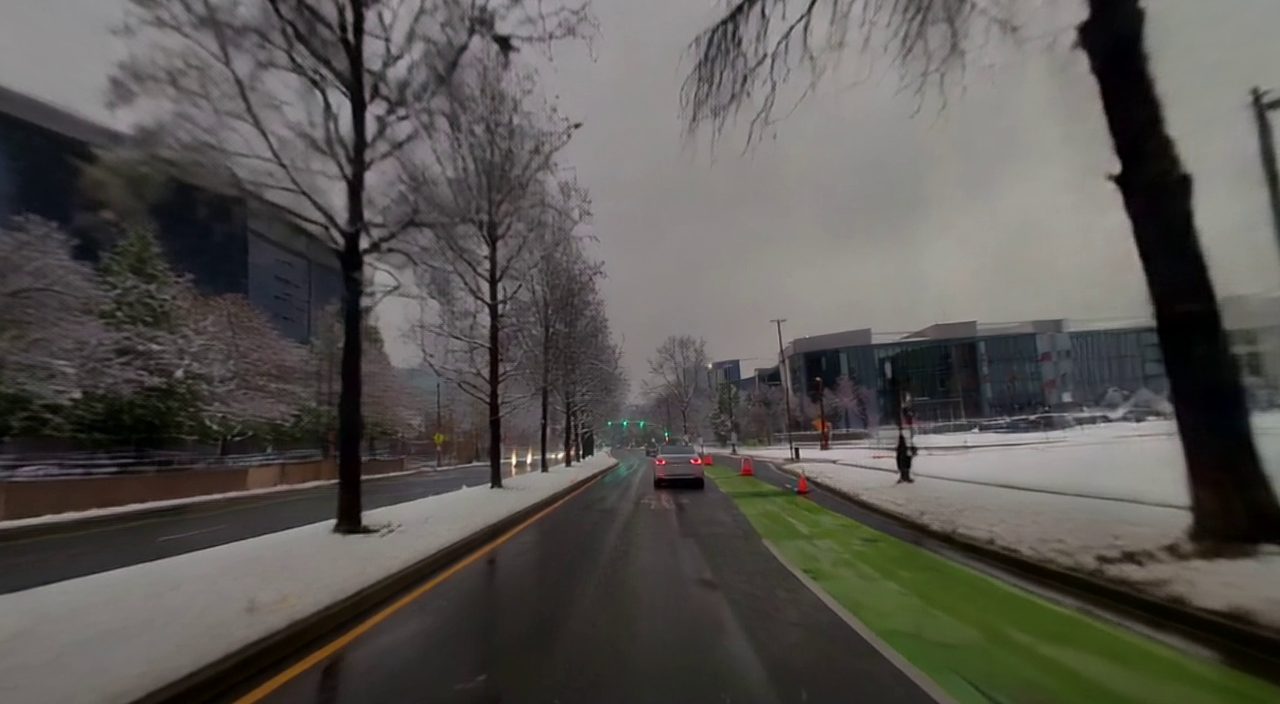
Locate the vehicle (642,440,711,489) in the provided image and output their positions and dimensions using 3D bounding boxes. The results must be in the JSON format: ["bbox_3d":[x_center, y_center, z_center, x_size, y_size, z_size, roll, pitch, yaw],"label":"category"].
[{"bbox_3d":[1.191,3.862,21.976,2.114,1.493,4.430,0,-9,1],"label":"vehicle"}]
